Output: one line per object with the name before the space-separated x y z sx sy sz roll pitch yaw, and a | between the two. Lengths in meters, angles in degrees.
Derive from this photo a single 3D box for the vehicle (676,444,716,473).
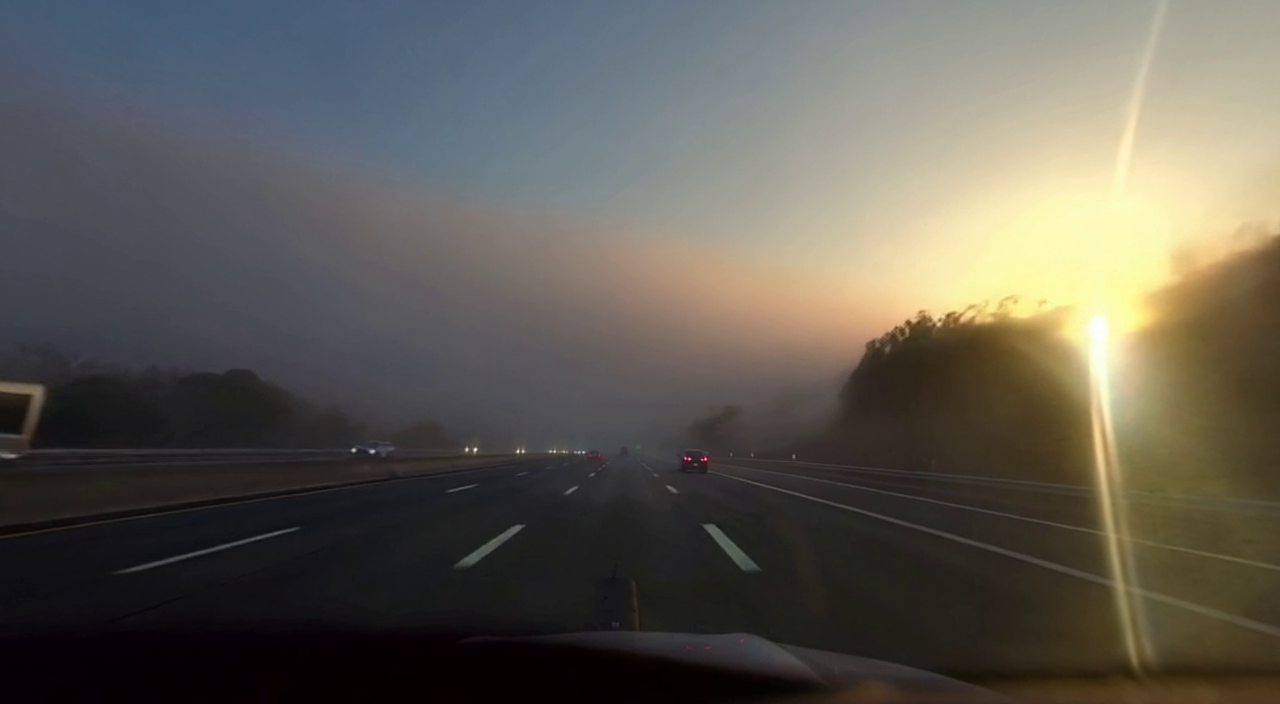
vehicle | 3.134 6.101 35.967 1.895 1.555 4.030 0 -9 0
